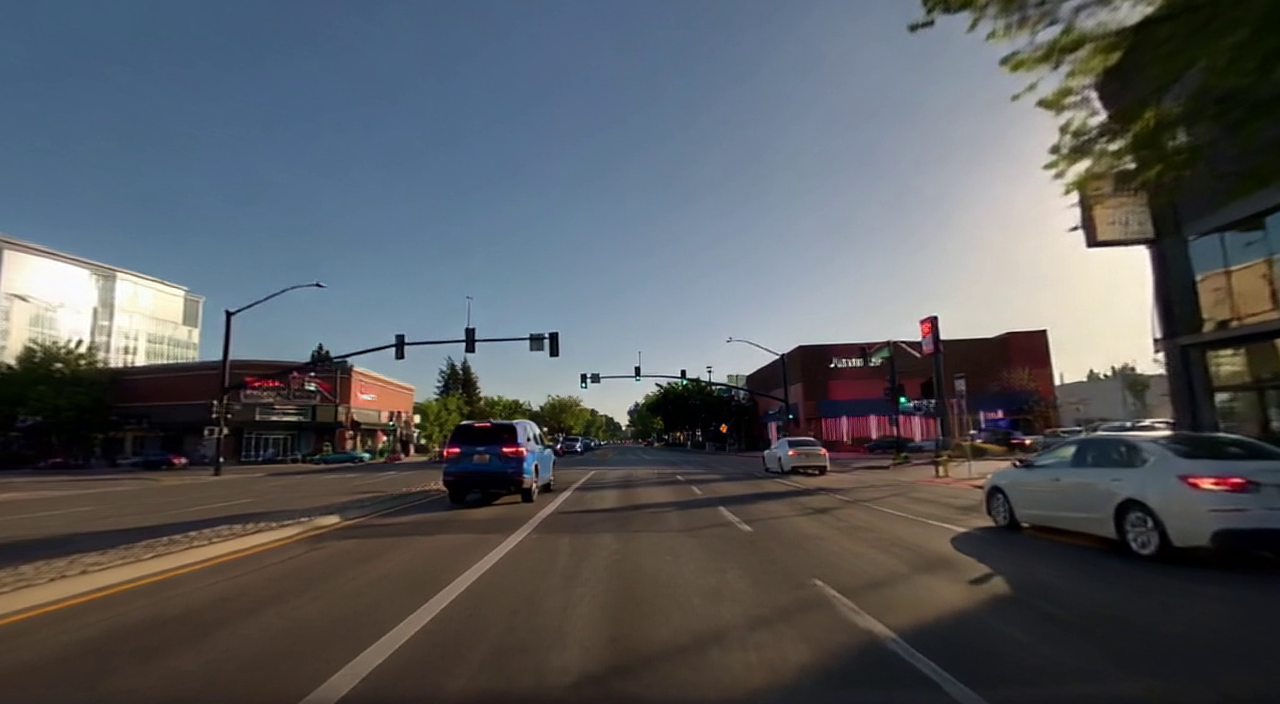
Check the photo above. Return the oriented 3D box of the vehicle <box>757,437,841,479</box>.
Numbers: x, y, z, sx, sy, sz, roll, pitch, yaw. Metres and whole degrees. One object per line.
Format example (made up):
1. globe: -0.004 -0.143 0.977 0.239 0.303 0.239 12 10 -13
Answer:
1. vehicle: 6.138 4.146 25.034 1.972 1.476 4.775 0 -8 -2

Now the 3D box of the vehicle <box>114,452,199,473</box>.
1. vehicle: -35.882 8.192 46.969 4.733 1.500 1.814 0 -8 -1

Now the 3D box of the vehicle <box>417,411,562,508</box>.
1. vehicle: -3.289 2.500 15.094 2.313 1.883 5.016 0 -8 -1

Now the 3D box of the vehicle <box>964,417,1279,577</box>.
1. vehicle: 6.753 1.760 8.635 2.014 1.539 4.852 0 -8 -1
